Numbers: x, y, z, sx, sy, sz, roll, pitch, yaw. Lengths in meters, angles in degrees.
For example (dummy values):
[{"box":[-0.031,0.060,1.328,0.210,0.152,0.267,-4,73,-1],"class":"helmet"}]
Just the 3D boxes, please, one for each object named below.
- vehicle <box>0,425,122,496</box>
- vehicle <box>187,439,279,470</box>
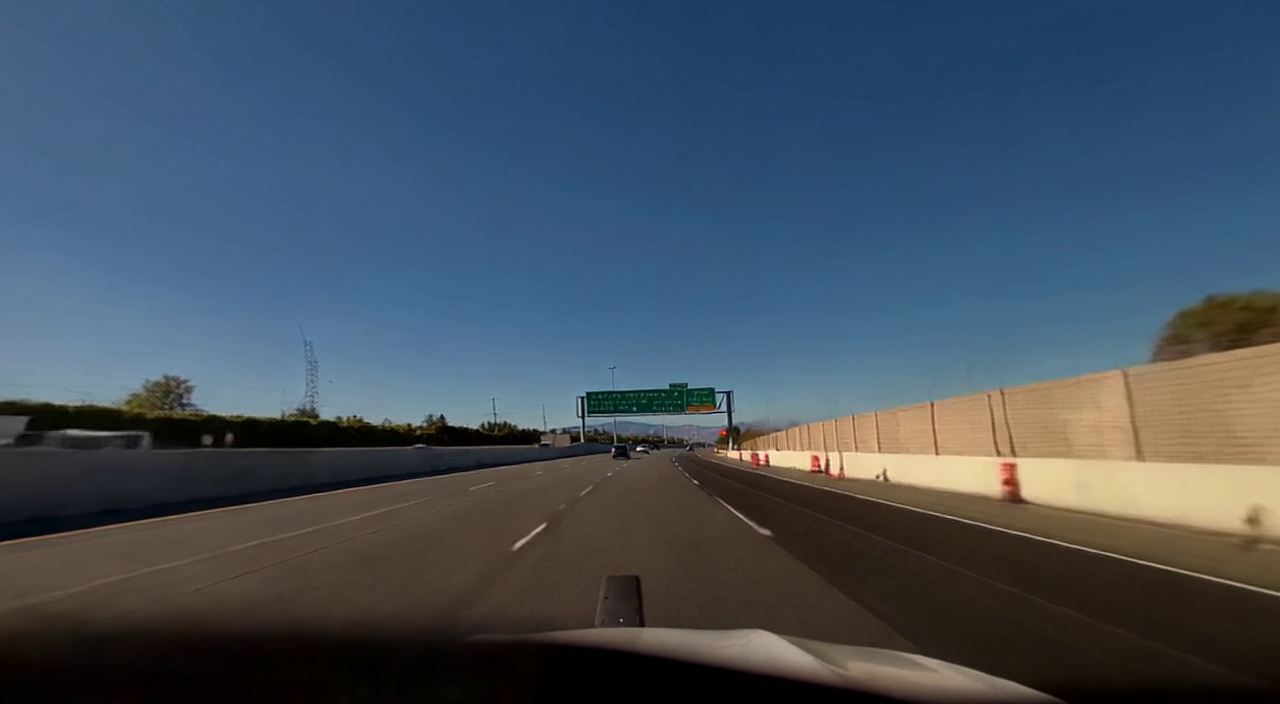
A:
[{"box":[-16.151,2.716,15.845,2.081,1.656,4.819,0,-9,0],"class":"vehicle"},{"box":[-26.311,6.644,40.993,2.248,1.848,5.472,0,-9,1],"class":"vehicle"}]
